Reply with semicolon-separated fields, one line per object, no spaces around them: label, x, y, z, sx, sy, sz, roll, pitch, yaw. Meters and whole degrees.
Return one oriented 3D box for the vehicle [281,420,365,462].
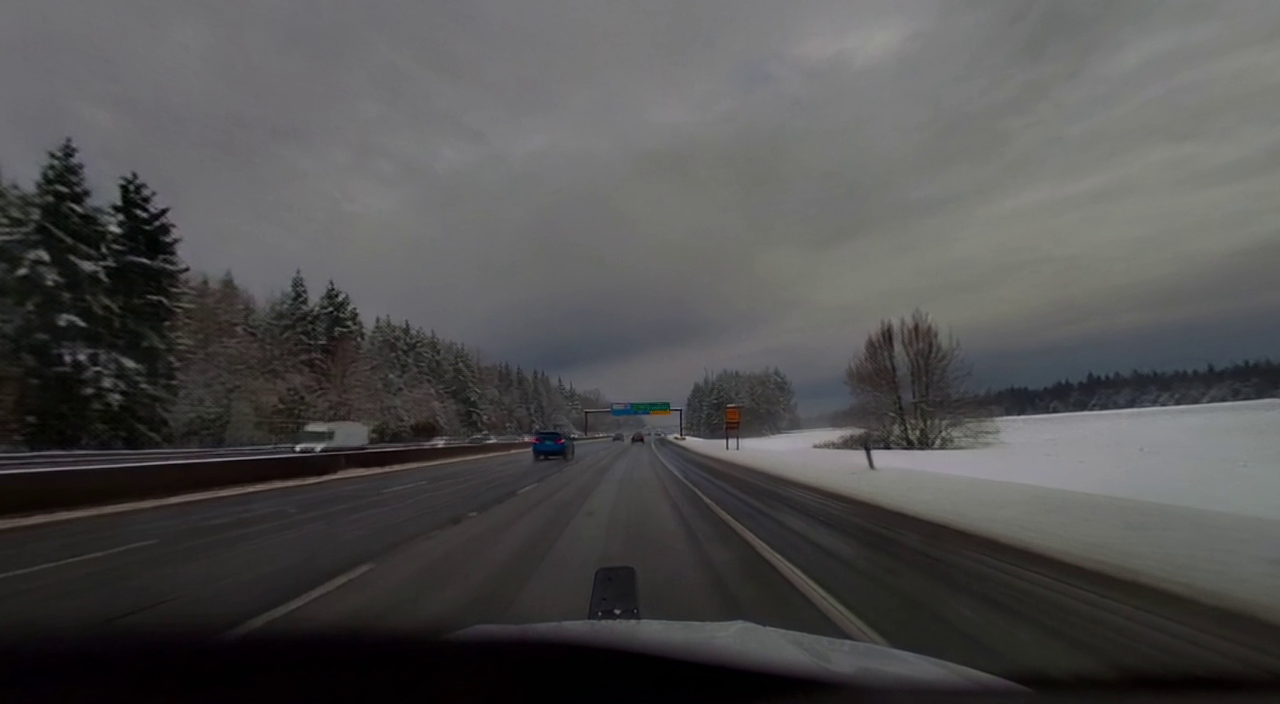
vehicle;-20.177;5.686;40.511;2.278;2.502;5.936;0;-8;0

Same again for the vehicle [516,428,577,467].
vehicle;-4.231;4.377;29.137;2.052;1.626;4.514;0;-8;1
